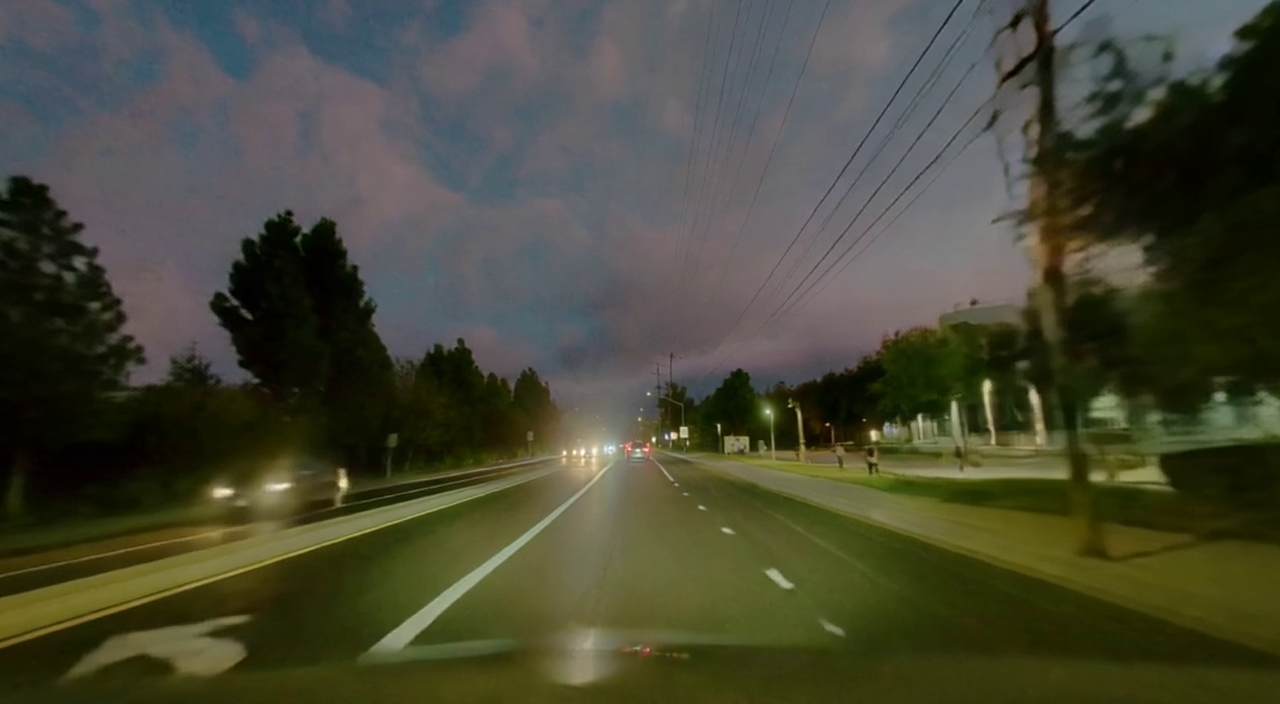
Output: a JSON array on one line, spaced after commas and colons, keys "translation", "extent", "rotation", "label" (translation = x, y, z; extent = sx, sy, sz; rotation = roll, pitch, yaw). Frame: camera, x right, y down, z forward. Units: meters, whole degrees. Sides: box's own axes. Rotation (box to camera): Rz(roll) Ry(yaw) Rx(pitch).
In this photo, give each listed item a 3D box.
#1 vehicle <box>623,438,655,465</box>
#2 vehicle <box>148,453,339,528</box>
[{"translation": [-0.077, 7.039, 44.756], "extent": [2.163, 1.746, 4.073], "rotation": [0, -8, 0], "label": "vehicle"}, {"translation": [-9.265, 3.230, 15.296], "extent": [1.867, 1.456, 4.251], "rotation": [-1, -8, 0], "label": "vehicle"}]
